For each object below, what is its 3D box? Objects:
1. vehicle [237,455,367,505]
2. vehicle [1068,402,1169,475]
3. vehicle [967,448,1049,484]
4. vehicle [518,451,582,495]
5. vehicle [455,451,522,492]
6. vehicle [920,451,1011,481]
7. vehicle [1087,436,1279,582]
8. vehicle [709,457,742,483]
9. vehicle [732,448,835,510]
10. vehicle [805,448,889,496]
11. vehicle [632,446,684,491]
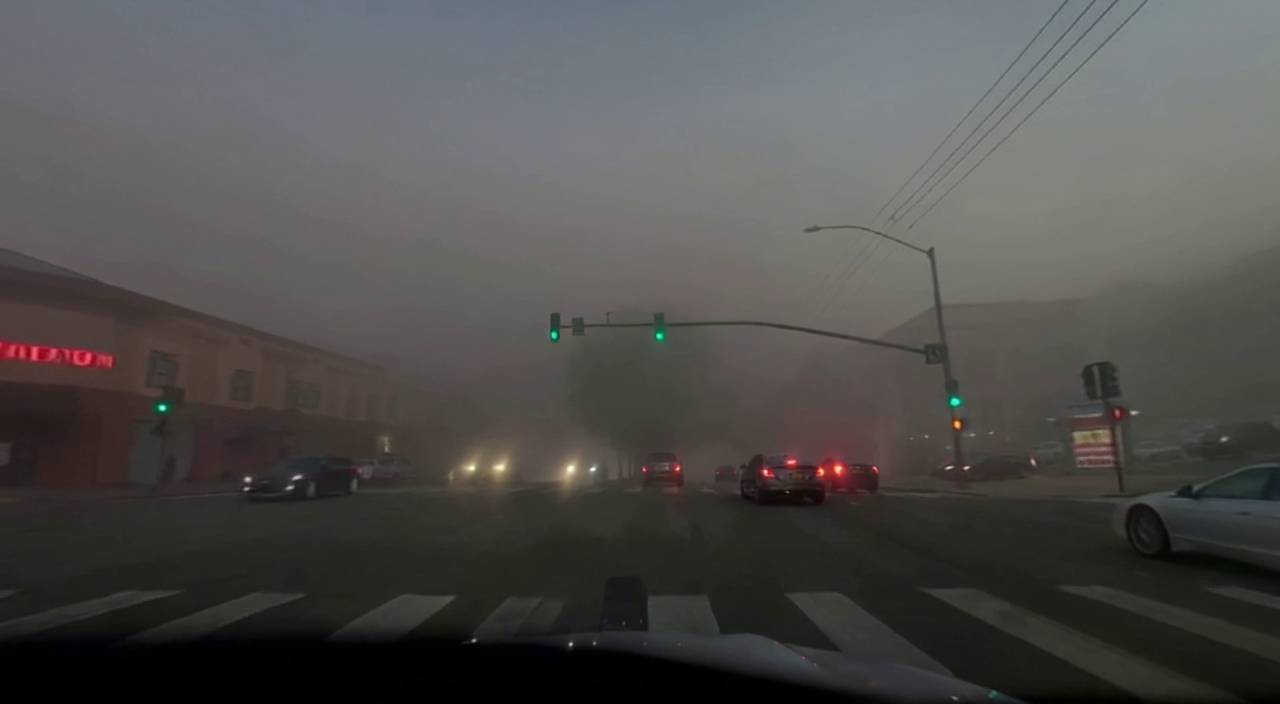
[{"bbox_3d":[-11.553,4.375,21.987,1.871,1.453,4.575,0,-8,2],"label":"vehicle"},{"bbox_3d":[18.499,3.391,24.721,2.521,2.491,5.455,-7,-9,32],"label":"vehicle"},{"bbox_3d":[17.025,5.196,29.070,4.373,1.399,2.052,7,-11,-43],"label":"vehicle"},{"bbox_3d":[-4.021,5.484,28.943,2.041,1.494,4.647,-3,-6,2],"label":"vehicle"},{"bbox_3d":[-7.554,5.993,32.013,2.065,1.805,4.668,0,-8,3],"label":"vehicle"},{"bbox_3d":[17.097,5.935,33.063,4.964,1.453,2.184,7,-11,-36],"label":"vehicle"},{"bbox_3d":[7.449,1.650,6.809,1.911,1.466,4.572,0,-8,1],"label":"vehicle"},{"bbox_3d":[6.127,8.481,45.584,2.036,1.719,4.318,0,-8,3],"label":"vehicle"},{"bbox_3d":[3.967,3.571,18.302,1.963,1.484,4.609,0,-8,1],"label":"vehicle"},{"bbox_3d":[8.367,4.834,25.919,2.040,1.738,4.414,0,-8,1],"label":"vehicle"},{"bbox_3d":[0.863,5.205,28.680,2.210,1.861,4.280,0,-8,3],"label":"vehicle"}]
